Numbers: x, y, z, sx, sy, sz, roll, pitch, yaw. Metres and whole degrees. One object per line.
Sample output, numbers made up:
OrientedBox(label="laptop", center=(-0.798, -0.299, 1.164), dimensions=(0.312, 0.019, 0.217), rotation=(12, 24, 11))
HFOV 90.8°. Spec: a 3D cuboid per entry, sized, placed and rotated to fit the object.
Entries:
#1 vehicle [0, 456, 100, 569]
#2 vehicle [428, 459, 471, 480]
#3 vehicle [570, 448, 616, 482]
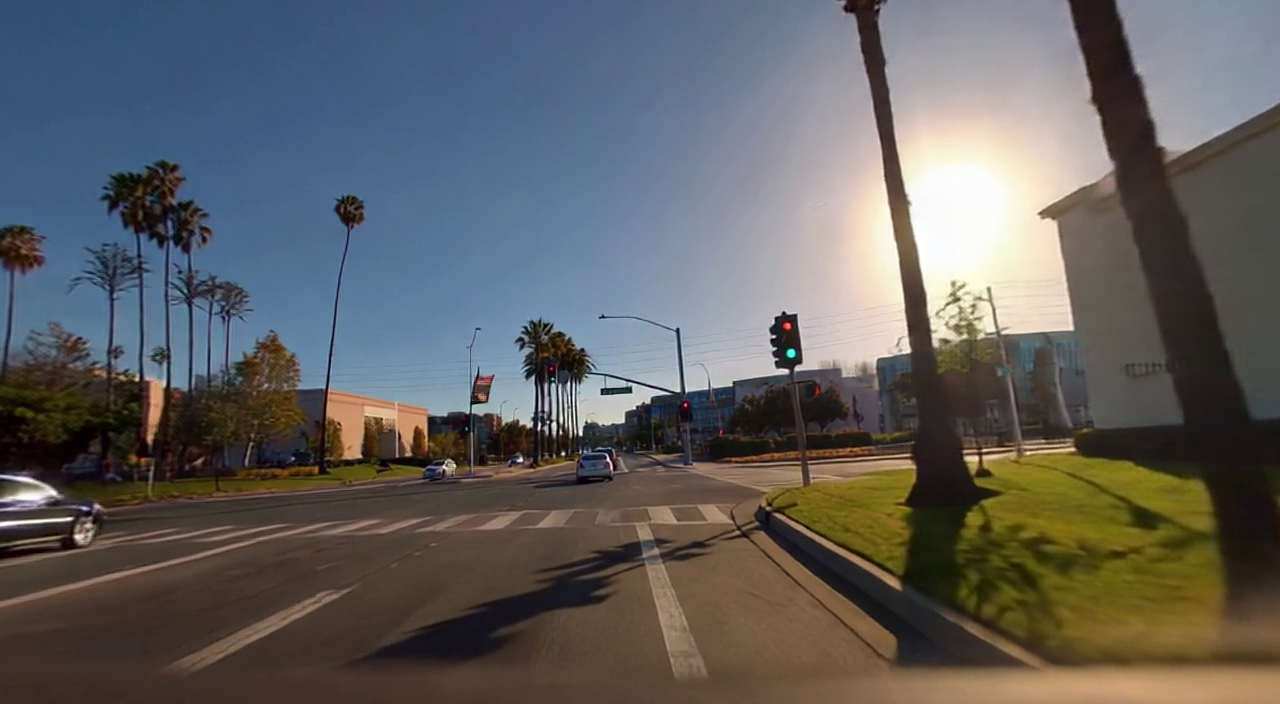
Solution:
OrientedBox(label="vehicle", center=(-11.545, 2.579, 9.887), dimensions=(2.050, 1.811, 4.752), rotation=(0, -9, -2))
OrientedBox(label="vehicle", center=(-14.937, 9.177, 49.680), dimensions=(1.997, 1.480, 4.715), rotation=(0, -9, -1))
OrientedBox(label="vehicle", center=(-2.219, 5.452, 30.814), dimensions=(2.063, 1.474, 4.334), rotation=(0, -9, -2))
